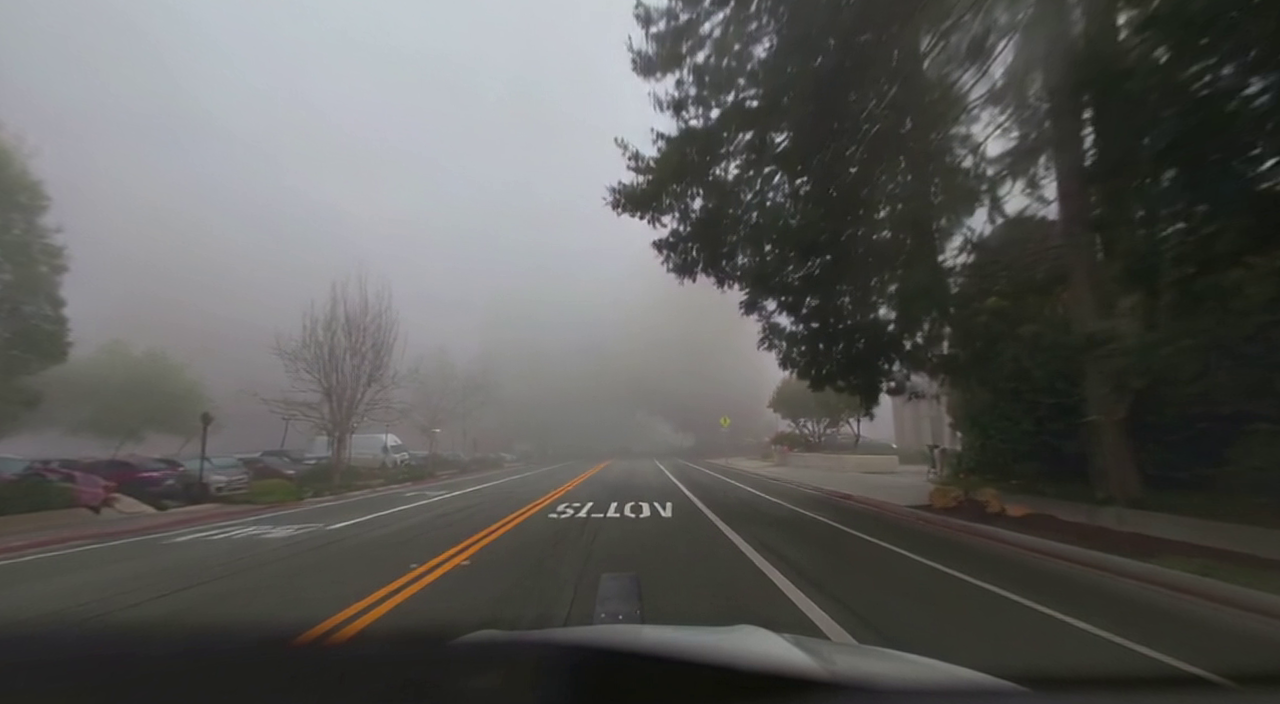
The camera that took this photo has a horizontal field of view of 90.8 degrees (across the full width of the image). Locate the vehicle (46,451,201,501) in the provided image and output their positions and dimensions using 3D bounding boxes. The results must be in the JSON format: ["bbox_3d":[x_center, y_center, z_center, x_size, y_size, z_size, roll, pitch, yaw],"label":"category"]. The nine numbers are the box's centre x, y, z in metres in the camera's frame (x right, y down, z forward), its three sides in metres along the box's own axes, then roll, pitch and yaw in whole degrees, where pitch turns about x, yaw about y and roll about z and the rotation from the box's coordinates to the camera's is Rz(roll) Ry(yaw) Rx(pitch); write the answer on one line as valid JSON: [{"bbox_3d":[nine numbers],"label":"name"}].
[{"bbox_3d":[-19.272,4.569,23.630,4.752,1.690,1.990,-2,-9,16],"label":"vehicle"}]

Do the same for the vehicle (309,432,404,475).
[{"bbox_3d":[-19.455,6.923,43.295,5.971,2.749,2.293,-3,-9,22],"label":"vehicle"}]
